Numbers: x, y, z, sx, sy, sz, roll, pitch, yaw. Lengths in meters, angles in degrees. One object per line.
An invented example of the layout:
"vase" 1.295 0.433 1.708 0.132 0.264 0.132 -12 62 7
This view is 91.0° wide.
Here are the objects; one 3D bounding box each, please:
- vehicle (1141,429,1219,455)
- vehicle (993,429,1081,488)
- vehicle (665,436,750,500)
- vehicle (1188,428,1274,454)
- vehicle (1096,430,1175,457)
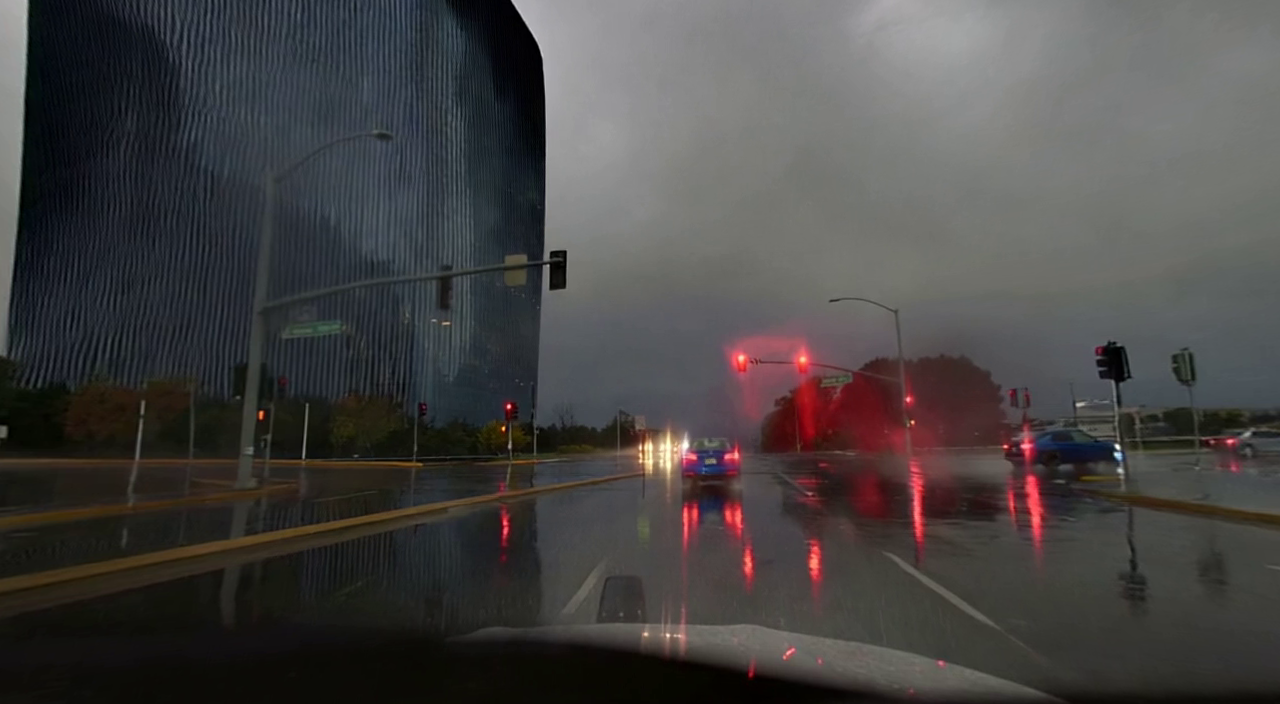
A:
"vehicle" 32.366 5.445 37.885 1.816 1.476 3.652 -1 -9 10
"vehicle" 13.524 3.633 21.751 2.174 1.749 4.739 -5 -10 28
"vehicle" 1.988 3.126 17.411 2.014 1.525 4.197 -1 -9 10
"vehicle" 34.835 5.288 37.263 1.743 1.472 3.772 -1 -9 9
"vehicle" 30.123 5.611 38.449 1.864 1.519 4.317 -1 -9 11
